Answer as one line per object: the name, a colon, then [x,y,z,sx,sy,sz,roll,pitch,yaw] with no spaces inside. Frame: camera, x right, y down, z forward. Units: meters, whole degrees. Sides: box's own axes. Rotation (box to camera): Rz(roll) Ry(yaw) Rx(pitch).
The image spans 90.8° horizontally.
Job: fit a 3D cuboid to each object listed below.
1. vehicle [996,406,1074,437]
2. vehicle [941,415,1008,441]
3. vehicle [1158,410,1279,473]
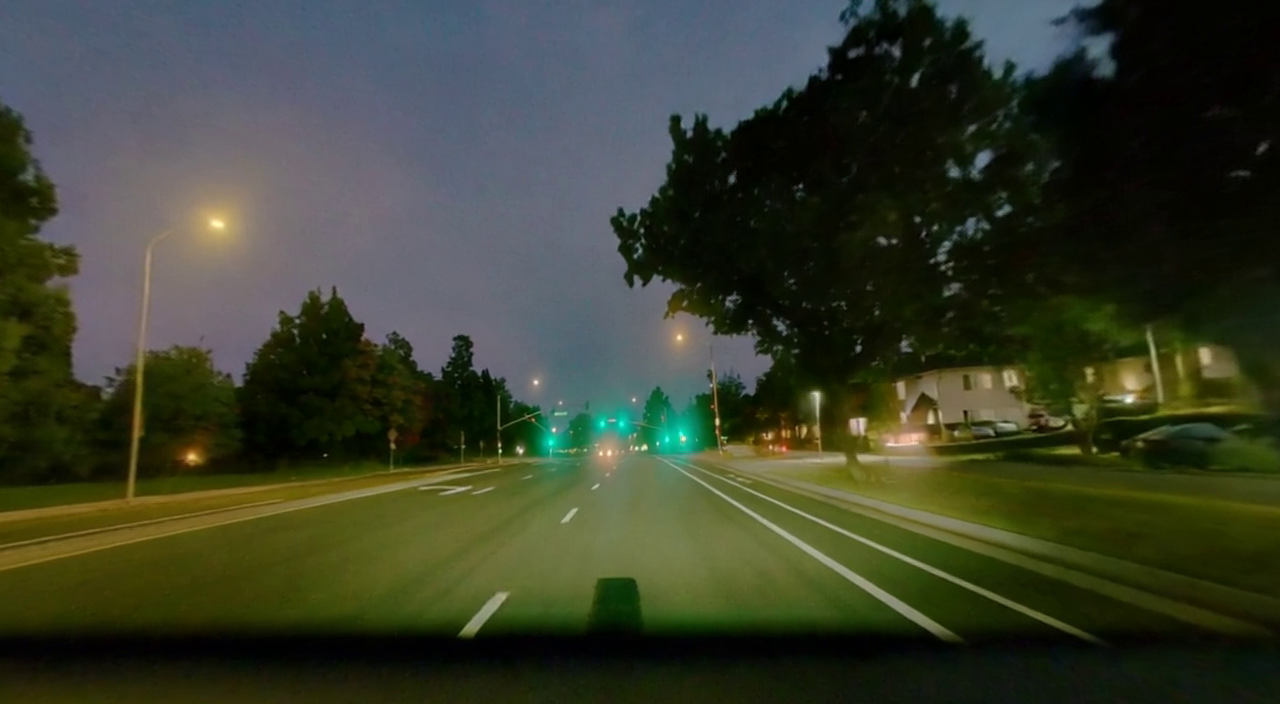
vehicle: [26.744,4.800,43.024,2.081,1.949,4.635,3,-8,-5]
vehicle: [22.858,5.250,43.376,1.911,1.598,4.322,1,-9,-6]
vehicle: [15.564,2.160,15.251,1.882,1.446,4.741,0,-8,-4]
